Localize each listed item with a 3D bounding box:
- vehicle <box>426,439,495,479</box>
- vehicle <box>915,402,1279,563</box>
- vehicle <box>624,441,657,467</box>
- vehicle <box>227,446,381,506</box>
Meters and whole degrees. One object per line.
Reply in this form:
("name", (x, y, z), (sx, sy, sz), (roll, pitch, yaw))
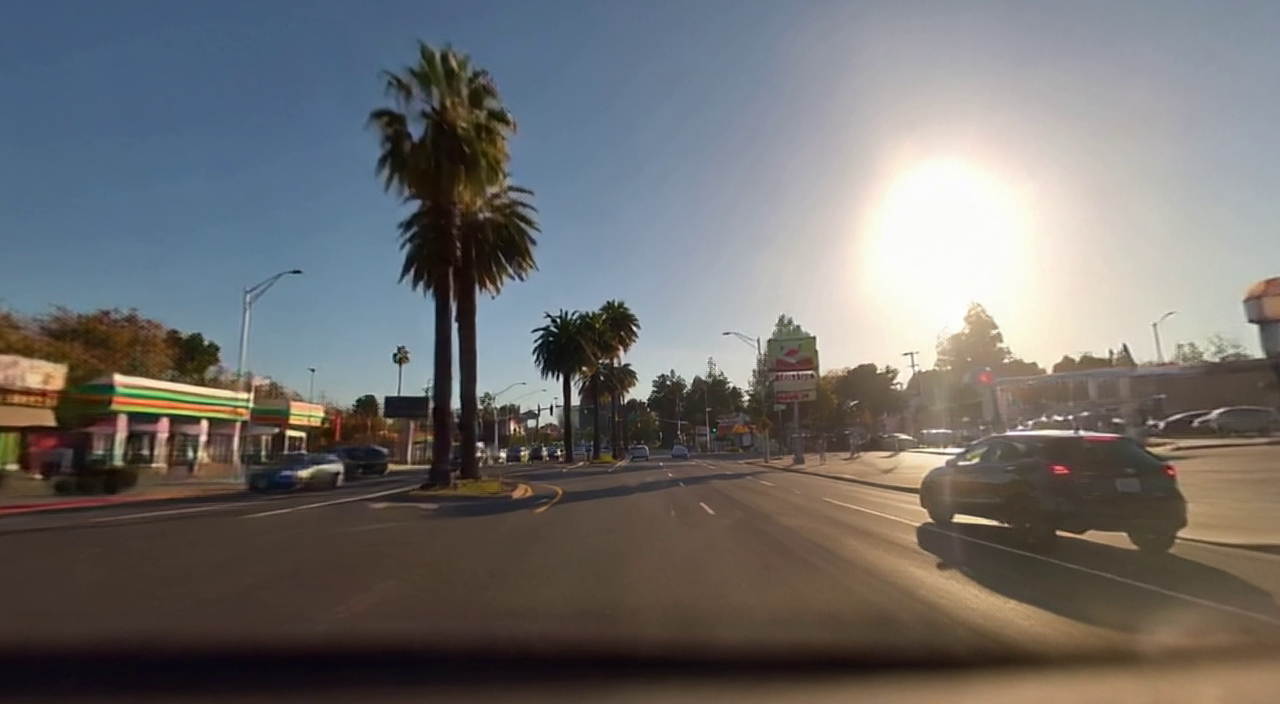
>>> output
("vehicle", (-9.262, 5.542, 33.166), (2.169, 1.910, 4.745), (-1, -9, 1))
("vehicle", (6.396, 1.856, 9.720), (2.066, 1.807, 4.893), (0, -9, -1))
("vehicle", (0.045, 7.233, 44.923), (2.177, 1.754, 3.815), (0, -9, 0))
("vehicle", (-9.530, 3.512, 18.473), (1.931, 1.479, 4.555), (-1, -9, 1))
